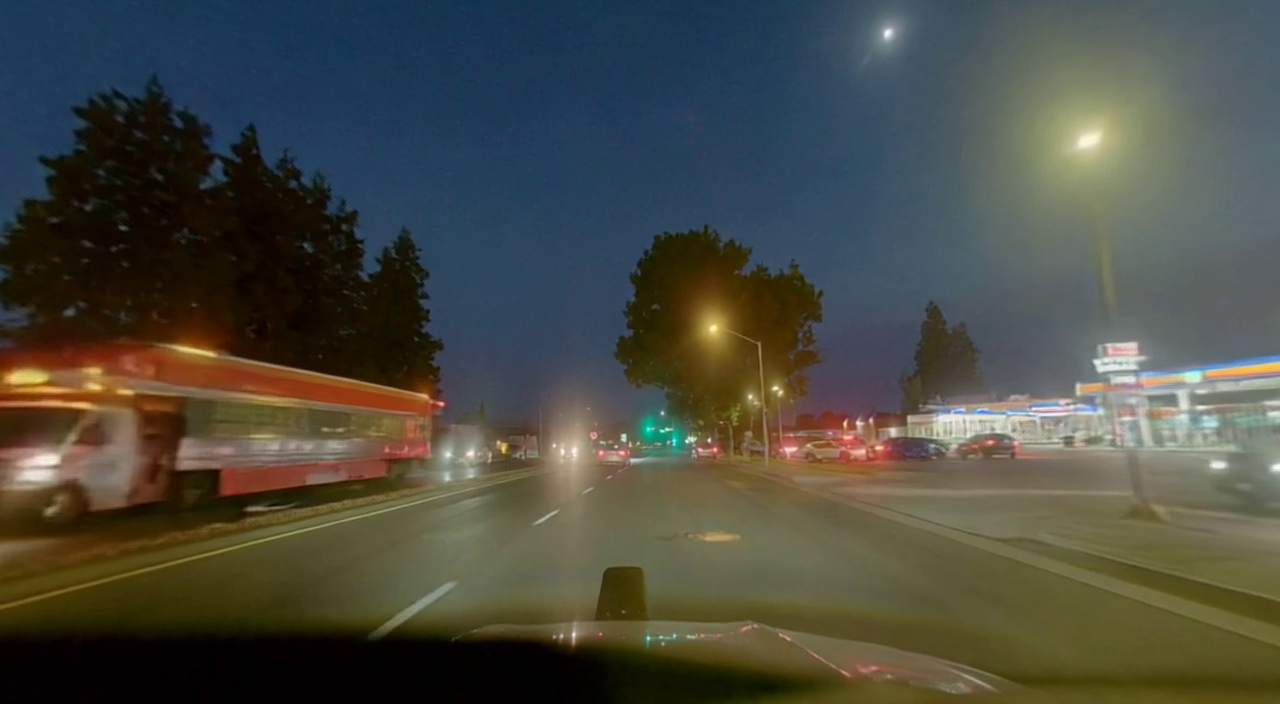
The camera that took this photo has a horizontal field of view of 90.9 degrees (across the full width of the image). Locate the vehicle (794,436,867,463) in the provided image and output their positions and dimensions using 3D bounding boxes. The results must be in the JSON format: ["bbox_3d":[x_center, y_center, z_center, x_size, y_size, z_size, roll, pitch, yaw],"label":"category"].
[{"bbox_3d":[13.133,6.731,43.600,4.454,1.776,1.891,0,-8,3],"label":"vehicle"}]

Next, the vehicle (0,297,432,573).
[{"bbox_3d":[-8.475,1.896,14.191,3.056,3.289,13.199,-2,-8,1],"label":"vehicle"}]

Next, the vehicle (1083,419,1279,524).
[{"bbox_3d":[10.117,1.967,10.766,1.888,1.465,4.727,-1,-9,3],"label":"vehicle"}]

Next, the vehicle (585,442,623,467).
[{"bbox_3d":[-2.089,6.128,37.731,1.959,1.406,4.272,0,-9,1],"label":"vehicle"}]
